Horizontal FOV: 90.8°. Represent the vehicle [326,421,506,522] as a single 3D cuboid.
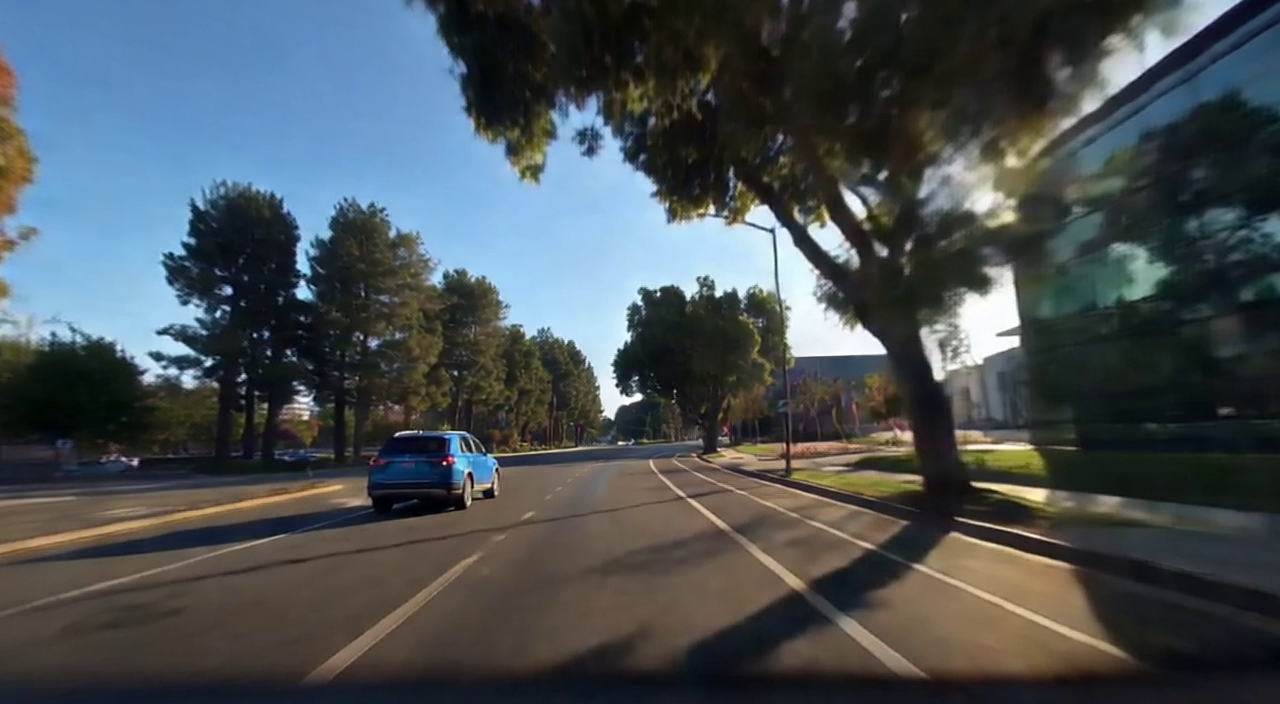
[{"bbox_3d":[-4.337,2.388,13.152,2.121,1.724,4.392,0,-9,0],"label":"vehicle"}]
